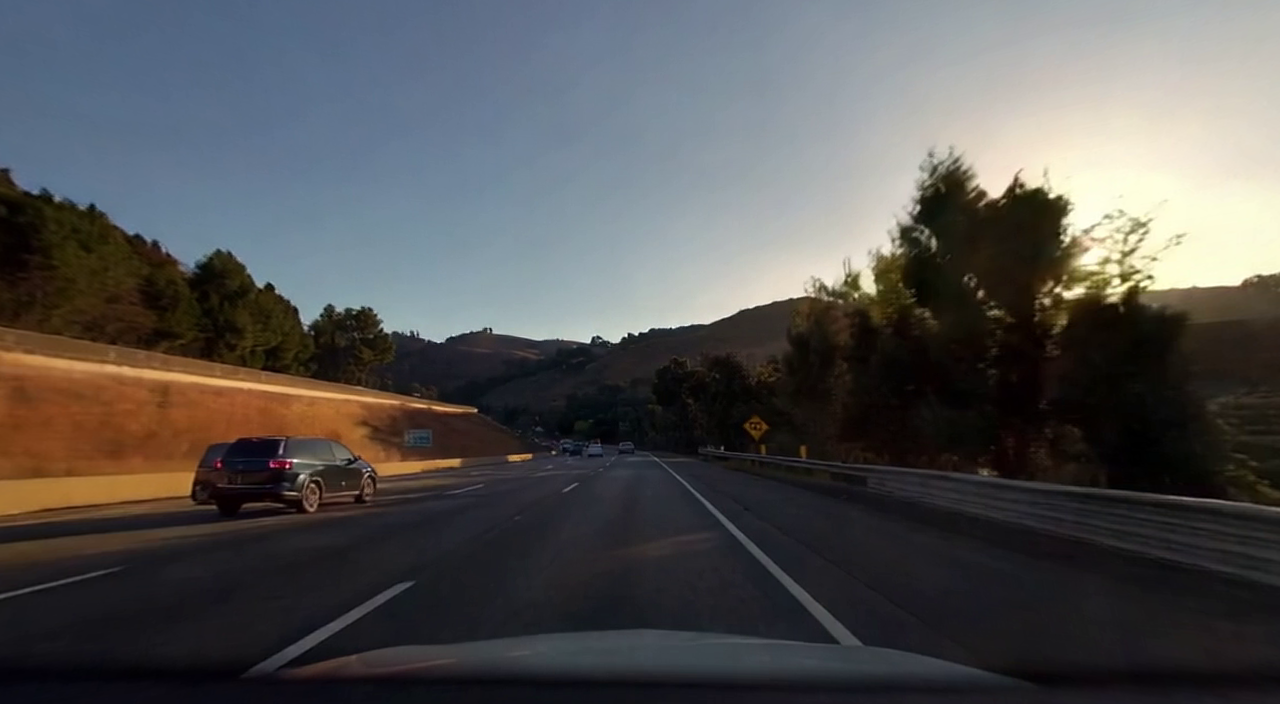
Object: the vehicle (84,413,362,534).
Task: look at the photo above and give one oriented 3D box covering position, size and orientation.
[{"bbox_3d":[-7.841,2.338,12.703,2.151,1.925,4.945,0,-9,0],"label":"vehicle"}]
